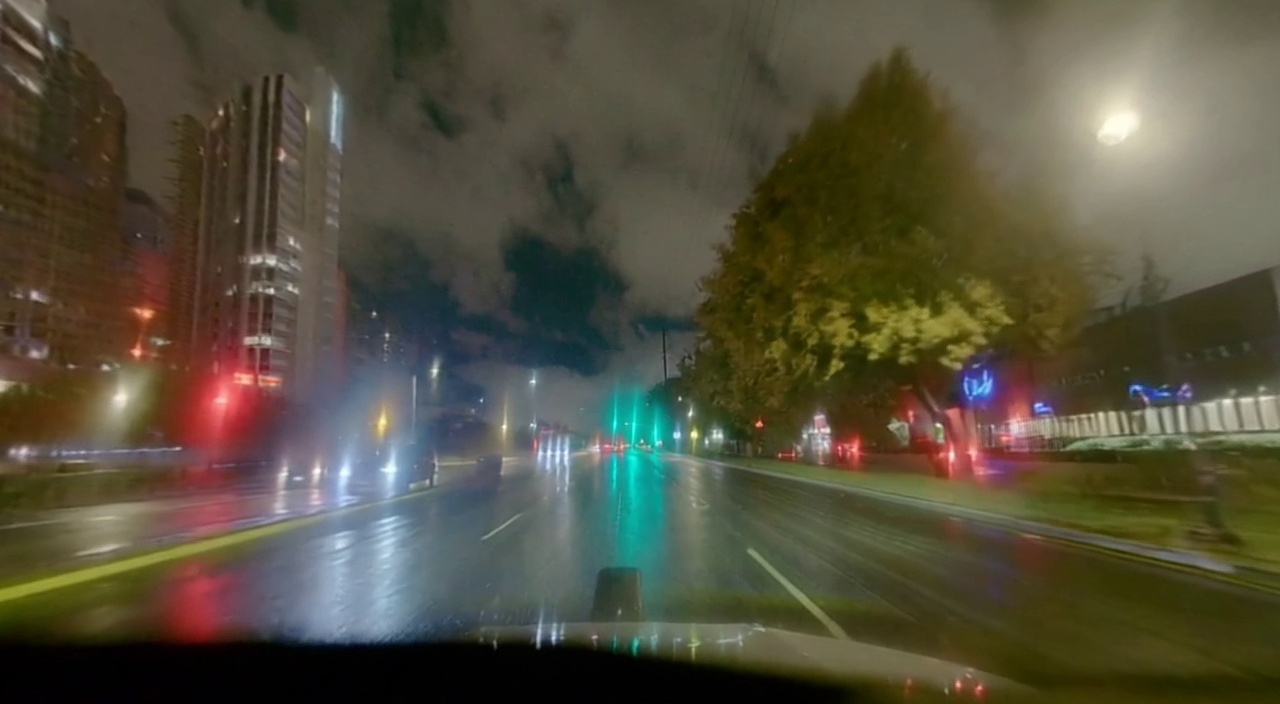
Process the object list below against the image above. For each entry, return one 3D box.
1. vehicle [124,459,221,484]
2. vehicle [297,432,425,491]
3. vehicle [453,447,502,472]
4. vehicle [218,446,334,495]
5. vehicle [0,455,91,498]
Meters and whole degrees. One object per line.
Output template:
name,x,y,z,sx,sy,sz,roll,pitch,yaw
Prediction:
vehicle,-29.226,7.474,39.569,4.489,1.442,1.956,0,-8,-1
vehicle,-10.456,4.159,24.349,2.197,1.961,5.695,0,-9,1
vehicle,-10.264,6.830,40.340,1.878,1.465,4.360,0,-9,1
vehicle,-13.756,4.455,24.217,1.918,1.679,4.213,0,-9,0
vehicle,-27.181,5.431,27.616,1.849,1.724,4.516,-3,-9,9
